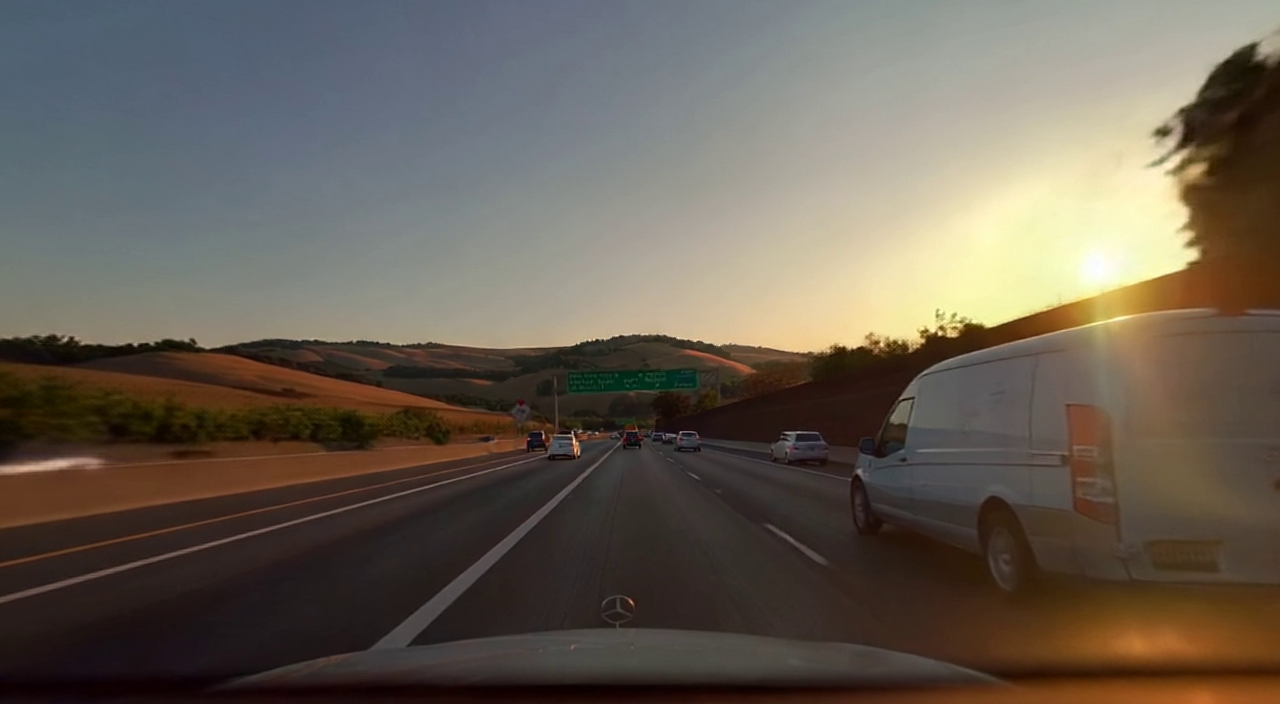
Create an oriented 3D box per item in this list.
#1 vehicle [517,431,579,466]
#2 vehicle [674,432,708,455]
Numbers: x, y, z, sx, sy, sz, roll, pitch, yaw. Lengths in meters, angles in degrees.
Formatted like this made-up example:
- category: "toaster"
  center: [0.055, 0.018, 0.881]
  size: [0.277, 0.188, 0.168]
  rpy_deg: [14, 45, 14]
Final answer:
- category: "vehicle"
  center: [-4.097, 4.356, 28.732]
  size: [2.204, 1.486, 4.121]
  rpy_deg: [0, -8, 0]
- category: "vehicle"
  center: [3.390, 6.159, 42.332]
  size: [1.806, 1.469, 3.681]
  rpy_deg: [0, -8, -2]
